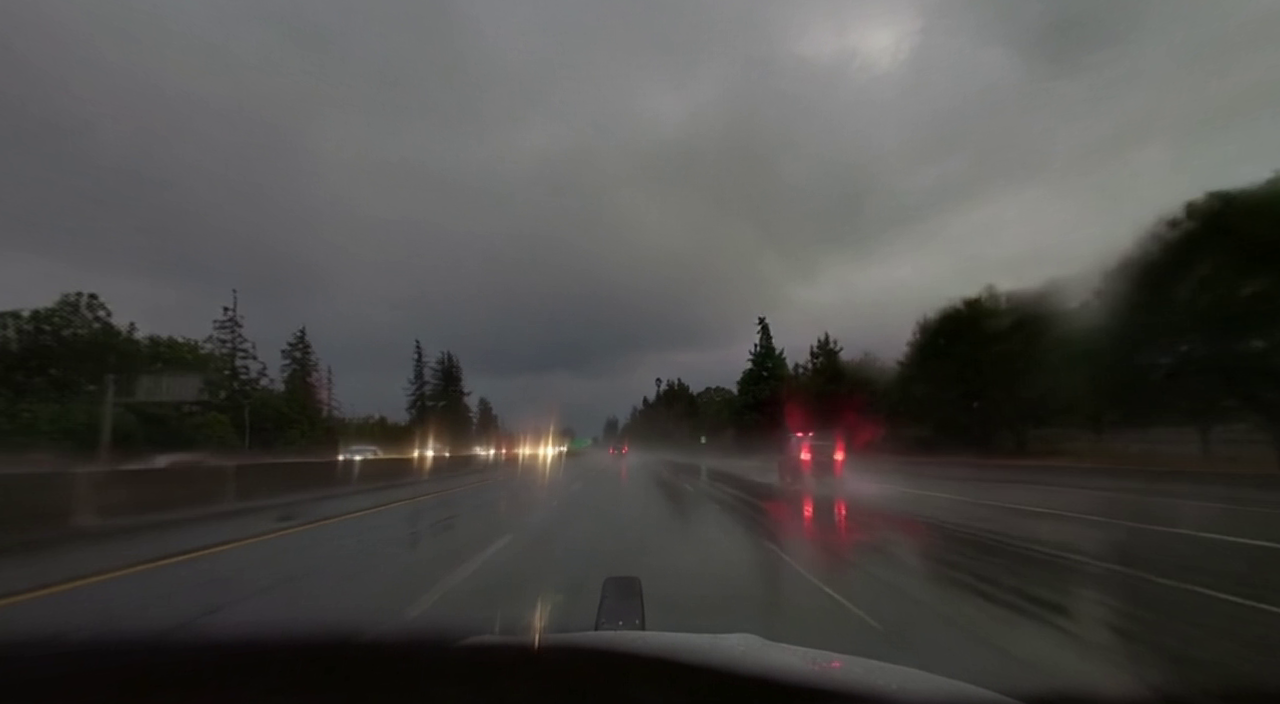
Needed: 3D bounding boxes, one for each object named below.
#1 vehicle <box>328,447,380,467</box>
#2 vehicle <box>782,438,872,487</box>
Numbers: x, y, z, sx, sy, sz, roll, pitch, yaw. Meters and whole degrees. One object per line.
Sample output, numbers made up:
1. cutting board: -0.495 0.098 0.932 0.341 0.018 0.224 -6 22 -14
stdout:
1. vehicle: -21.735 8.019 48.225 1.818 1.445 4.678 0 -9 -1
2. vehicle: 6.945 4.143 23.924 2.081 1.705 3.926 0 -9 -1
